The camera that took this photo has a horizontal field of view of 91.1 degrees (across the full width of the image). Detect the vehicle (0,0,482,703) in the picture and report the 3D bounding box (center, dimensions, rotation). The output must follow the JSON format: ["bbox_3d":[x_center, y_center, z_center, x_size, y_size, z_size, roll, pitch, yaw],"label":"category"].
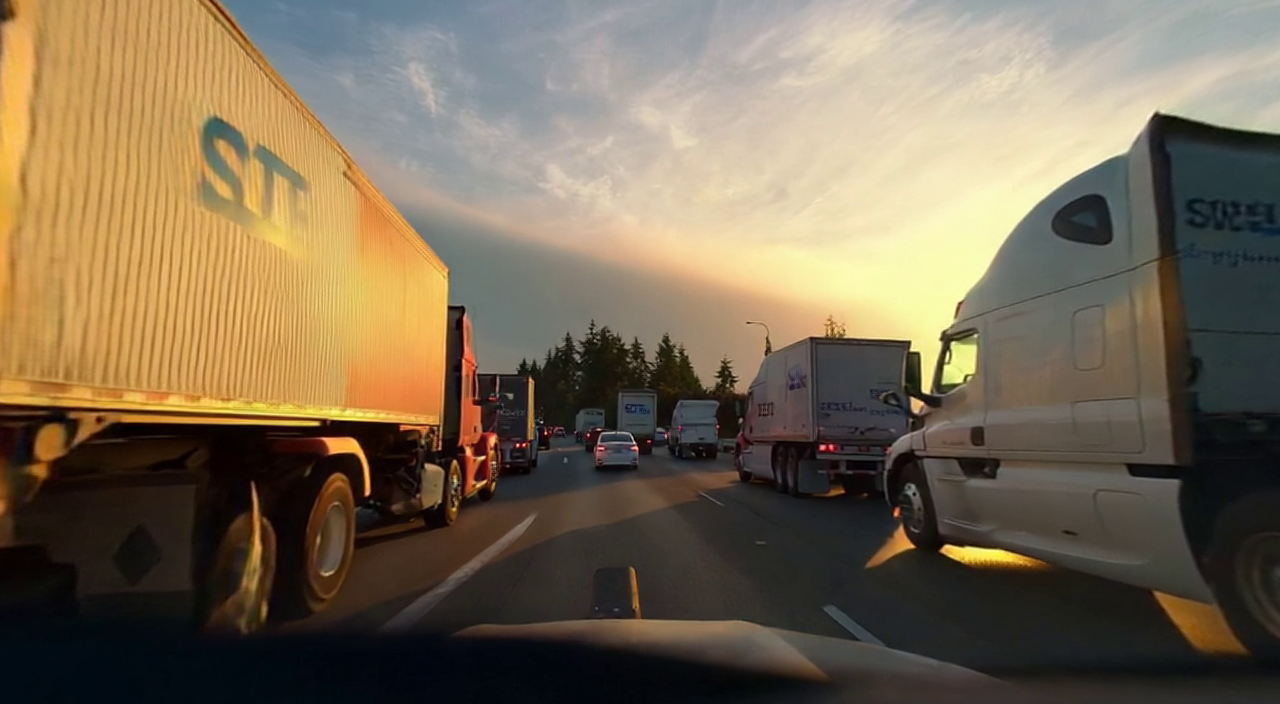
[{"bbox_3d":[-3.836,0.206,5.818,2.822,3.788,8.799,0,-8,-3],"label":"vehicle"}]

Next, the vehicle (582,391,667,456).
[{"bbox_3d":[-1.554,5.474,47.149,2.899,4.112,13.912,2,-8,-16],"label":"vehicle"}]

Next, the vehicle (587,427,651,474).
[{"bbox_3d":[-0.888,3.598,23.262,2.060,1.540,4.374,1,-8,-6],"label":"vehicle"}]

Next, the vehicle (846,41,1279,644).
[{"bbox_3d":[5.180,0.119,5.805,2.992,3.986,5.841,3,-8,-22],"label":"vehicle"}]
